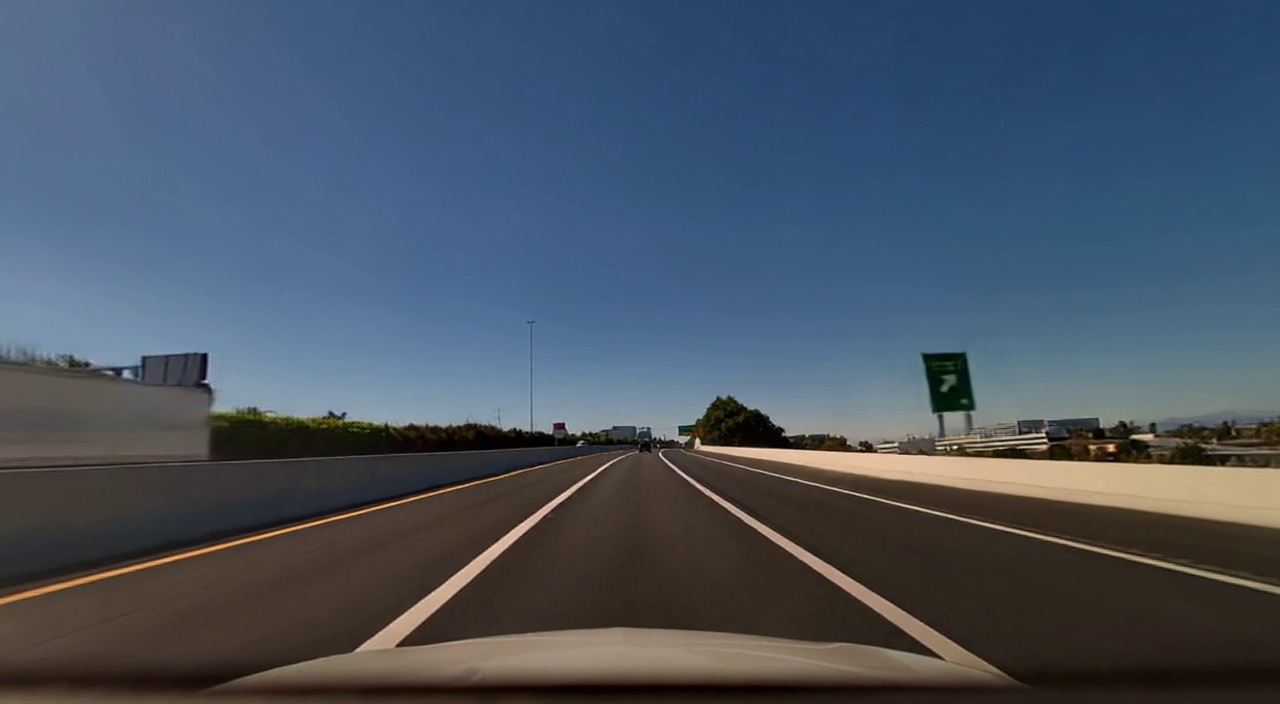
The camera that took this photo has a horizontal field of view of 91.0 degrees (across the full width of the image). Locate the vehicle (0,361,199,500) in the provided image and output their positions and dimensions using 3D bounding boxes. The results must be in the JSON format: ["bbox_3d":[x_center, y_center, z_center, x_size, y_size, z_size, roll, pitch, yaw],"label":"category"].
[{"bbox_3d":[-20.510,2.541,20.034,2.876,4.105,13.996,-1,-8,0],"label":"vehicle"}]
